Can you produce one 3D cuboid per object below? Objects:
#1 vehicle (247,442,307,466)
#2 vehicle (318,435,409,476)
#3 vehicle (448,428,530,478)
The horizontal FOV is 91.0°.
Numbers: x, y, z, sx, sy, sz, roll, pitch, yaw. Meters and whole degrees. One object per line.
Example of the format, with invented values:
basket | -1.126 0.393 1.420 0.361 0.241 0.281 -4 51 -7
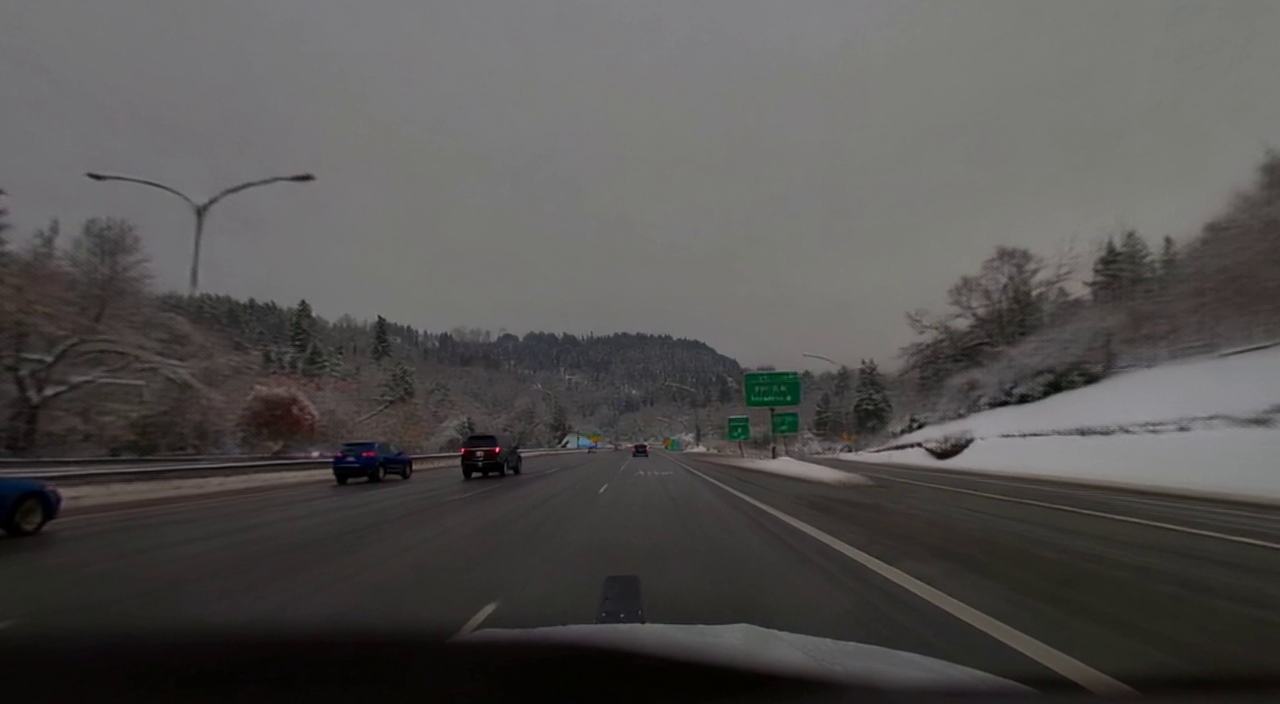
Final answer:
vehicle | -24.510 6.900 42.688 1.710 1.505 3.795 0 -9 2
vehicle | -13.255 4.998 30.573 2.079 1.822 4.893 0 -9 1
vehicle | -6.391 4.369 27.254 2.219 1.947 4.924 0 -9 1
